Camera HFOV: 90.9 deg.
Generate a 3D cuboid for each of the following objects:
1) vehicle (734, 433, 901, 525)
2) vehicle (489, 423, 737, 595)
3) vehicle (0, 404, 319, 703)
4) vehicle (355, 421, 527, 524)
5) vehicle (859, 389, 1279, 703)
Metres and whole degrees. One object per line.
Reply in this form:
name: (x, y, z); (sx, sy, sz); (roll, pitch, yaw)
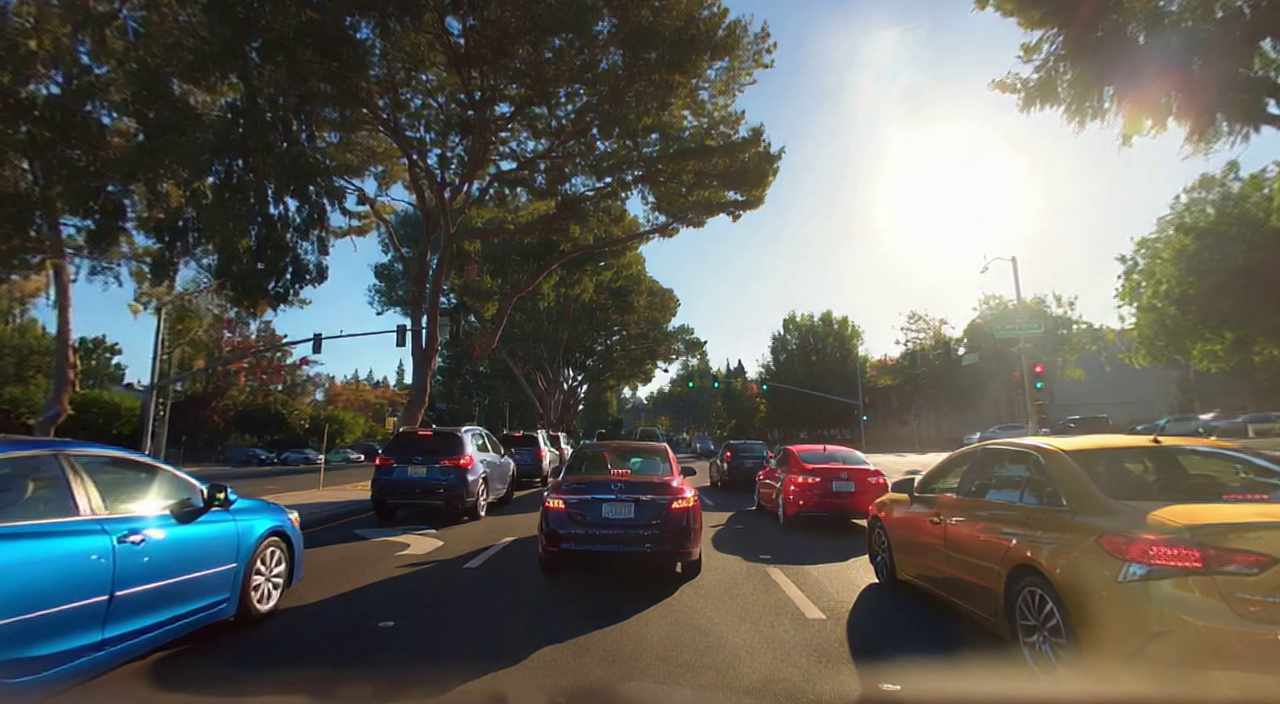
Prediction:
vehicle: (3.173, 2.337, 12.331); (1.975, 1.460, 4.357); (0, -8, 0)
vehicle: (-0.265, 1.650, 7.458); (2.147, 1.479, 3.803); (0, -8, -1)
vehicle: (-3.646, 1.025, 3.004); (1.935, 1.482, 4.433); (0, -8, -1)
vehicle: (-3.737, 2.342, 12.792); (1.961, 1.714, 4.268); (-1, -8, 2)
vehicle: (3.131, 1.152, 4.059); (1.903, 1.480, 4.270); (0, -8, 0)
